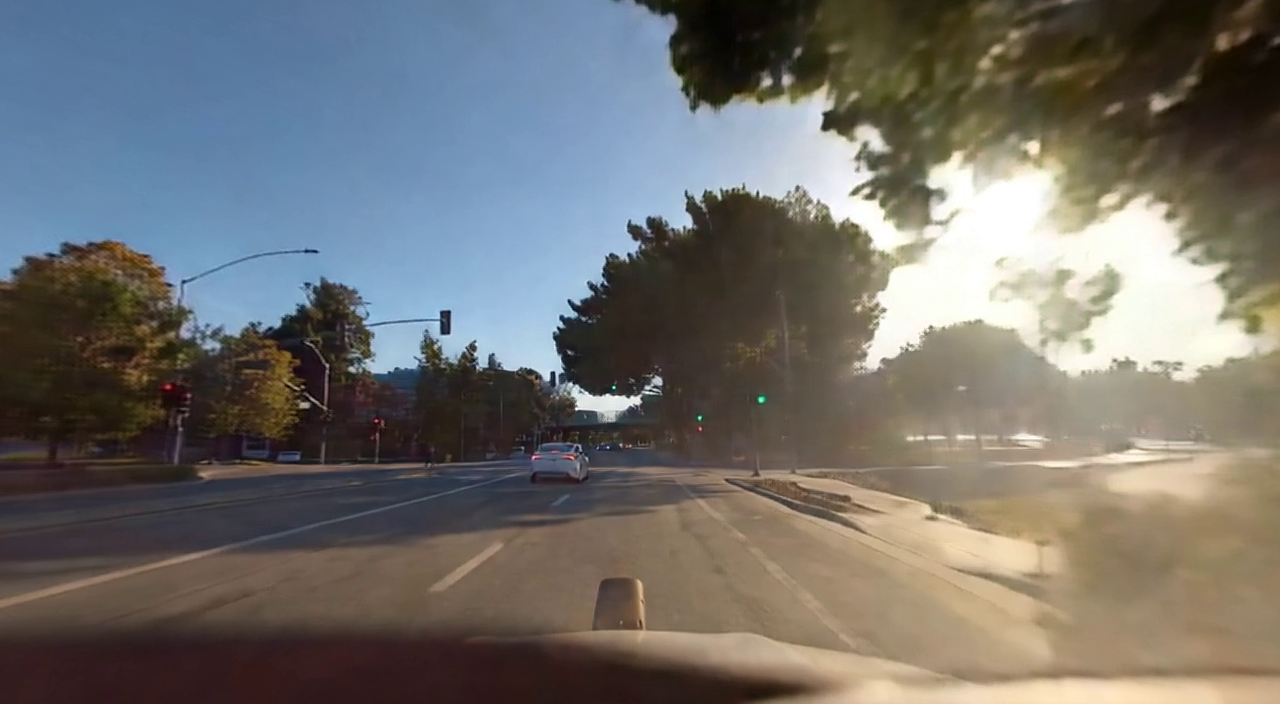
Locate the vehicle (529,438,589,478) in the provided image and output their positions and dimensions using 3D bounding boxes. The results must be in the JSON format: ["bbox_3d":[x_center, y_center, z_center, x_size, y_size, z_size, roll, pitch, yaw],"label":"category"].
[{"bbox_3d":[-3.465,4.629,27.862,2.076,1.599,4.483,0,-9,0],"label":"vehicle"}]
